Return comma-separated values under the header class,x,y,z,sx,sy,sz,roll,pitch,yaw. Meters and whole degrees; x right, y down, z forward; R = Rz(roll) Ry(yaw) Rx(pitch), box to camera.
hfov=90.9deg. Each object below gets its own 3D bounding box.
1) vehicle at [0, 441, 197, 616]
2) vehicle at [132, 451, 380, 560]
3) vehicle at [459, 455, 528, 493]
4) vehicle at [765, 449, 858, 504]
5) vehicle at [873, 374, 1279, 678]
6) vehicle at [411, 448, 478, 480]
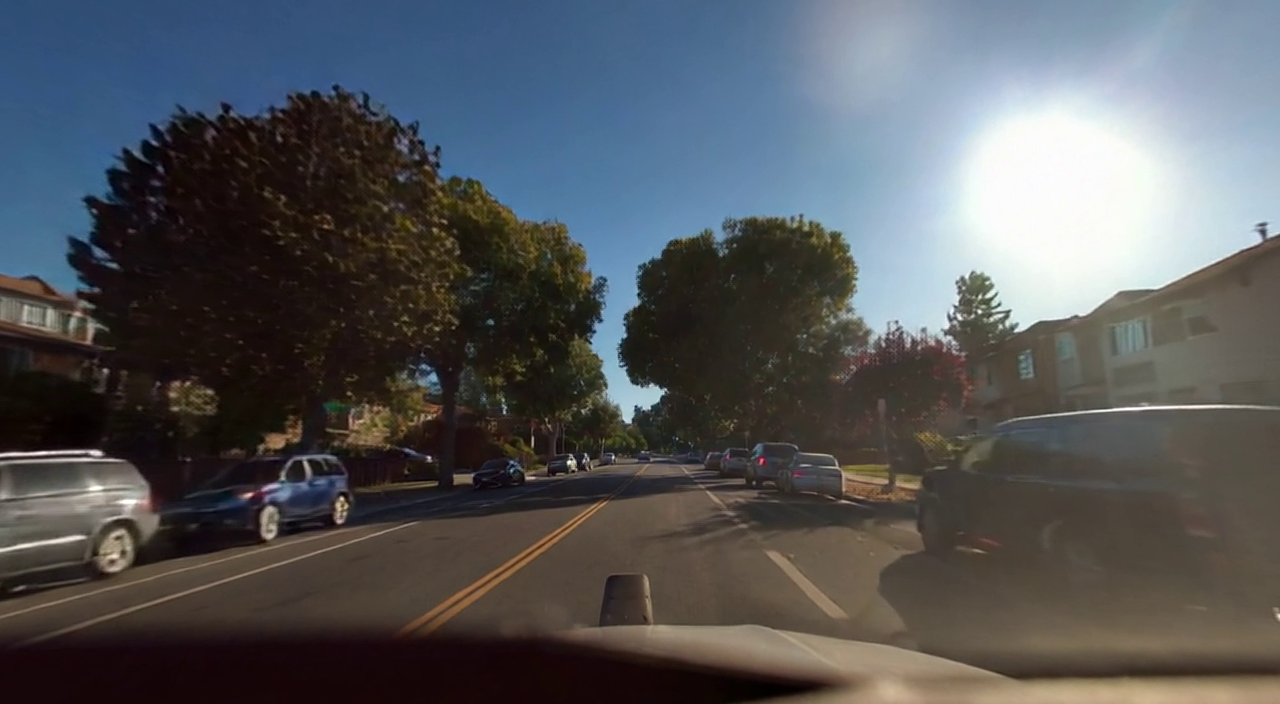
class,x,y,z,sx,sy,sz,roll,pitch,yaw
vehicle,-7.461,1.863,6.795,1.973,1.755,4.528,-1,-9,2
vehicle,-7.265,2.880,12.670,1.996,1.628,4.603,-1,-8,1
vehicle,-6.567,5.521,28.799,1.903,1.463,4.526,-1,-8,2
vehicle,5.134,3.747,19.484,1.704,1.445,4.492,0,-8,1
vehicle,4.527,1.447,6.520,2.325,1.892,5.049,0,-8,1
vehicle,-12.386,7.079,40.047,3.513,1.829,1.976,-1,-7,11
